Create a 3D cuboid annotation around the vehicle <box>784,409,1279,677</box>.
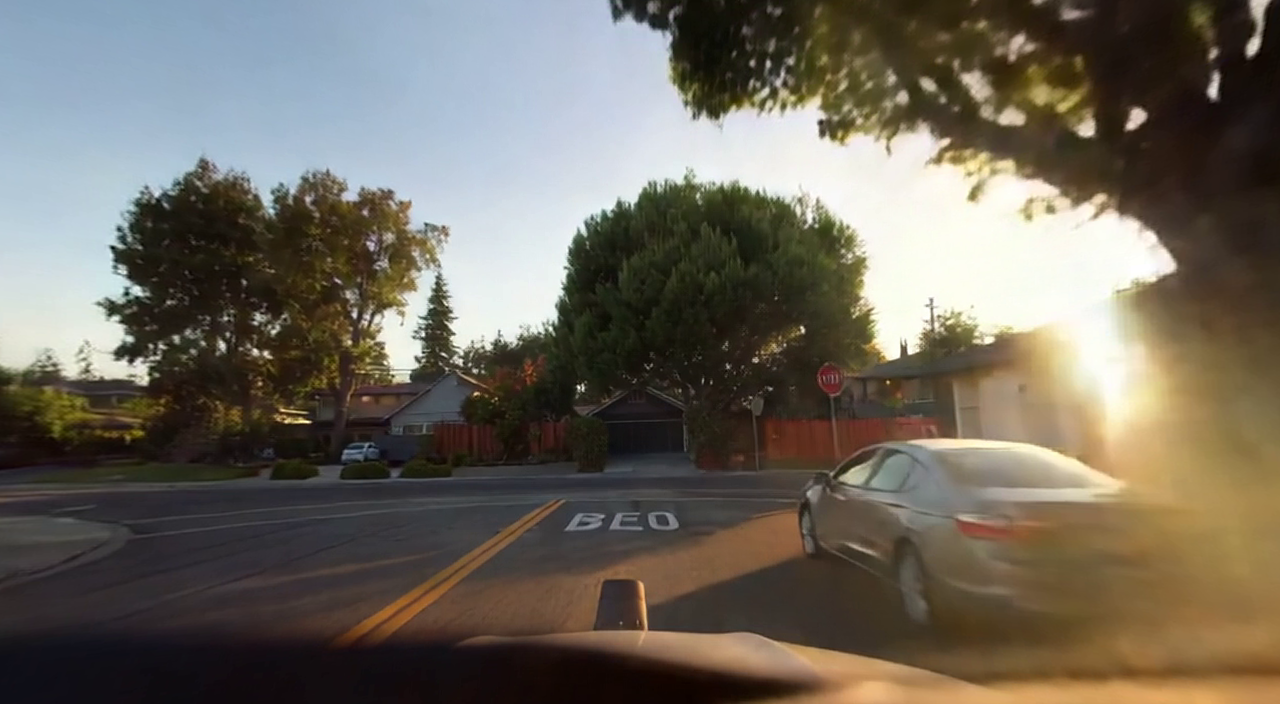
[{"bbox_3d":[3.031,1.416,5.909,2.167,1.479,4.597,0,-9,-1],"label":"vehicle"}]
